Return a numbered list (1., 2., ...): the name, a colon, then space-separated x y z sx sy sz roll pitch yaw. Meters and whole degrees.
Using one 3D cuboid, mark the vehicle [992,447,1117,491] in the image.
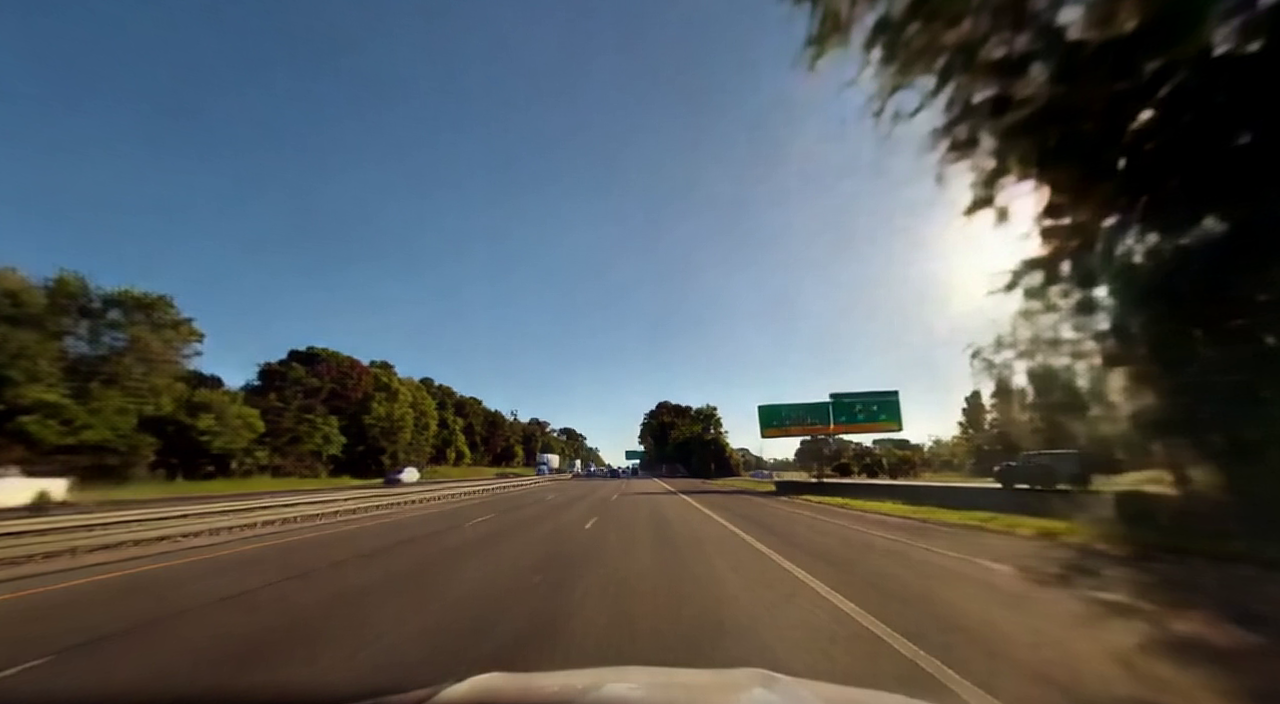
1. vehicle: 15.930 4.553 24.498 1.973 1.540 3.978 1 -11 -3
